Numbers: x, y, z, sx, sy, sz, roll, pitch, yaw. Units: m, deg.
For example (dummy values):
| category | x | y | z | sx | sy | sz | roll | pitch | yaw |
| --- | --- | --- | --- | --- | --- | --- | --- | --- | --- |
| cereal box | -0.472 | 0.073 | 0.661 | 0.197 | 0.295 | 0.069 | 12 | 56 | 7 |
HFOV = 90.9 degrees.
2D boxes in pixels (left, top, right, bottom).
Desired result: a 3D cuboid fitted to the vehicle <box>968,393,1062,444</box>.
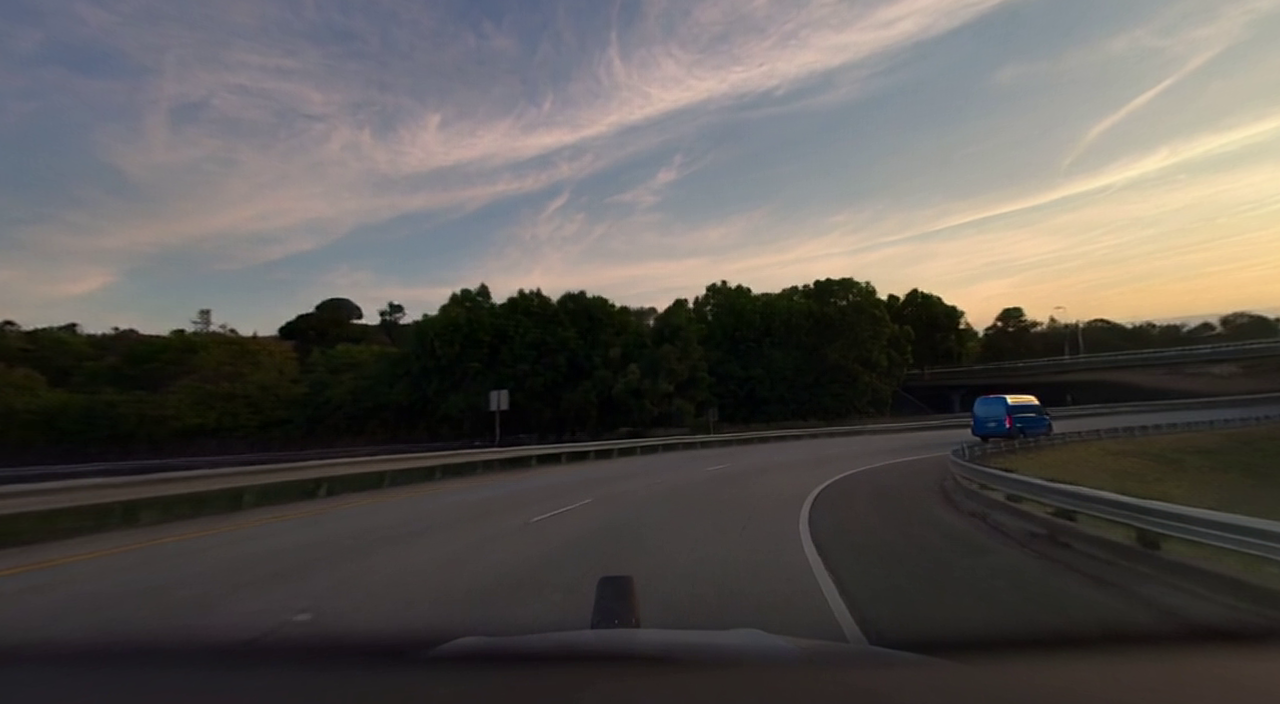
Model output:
| category | x | y | z | sx | sy | sz | roll | pitch | yaw |
| --- | --- | --- | --- | --- | --- | --- | --- | --- | --- |
| vehicle | 20.580 | 3.698 | 34.524 | 5.330 | 2.577 | 2.352 | 5 | -9 | -35 |
